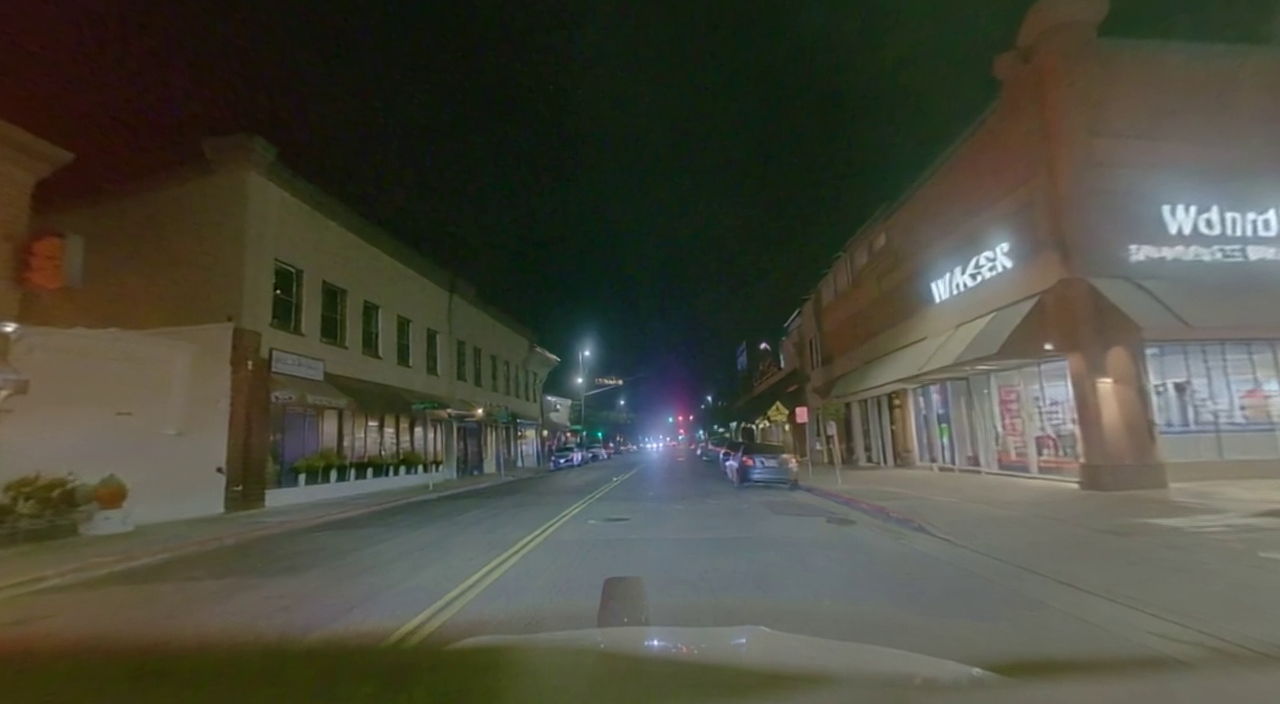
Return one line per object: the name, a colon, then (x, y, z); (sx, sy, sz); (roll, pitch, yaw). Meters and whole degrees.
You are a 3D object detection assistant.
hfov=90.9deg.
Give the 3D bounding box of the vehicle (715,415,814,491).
vehicle: (3.621, 2.996, 19.310); (2.150, 2.013, 4.748); (-1, -7, 2)
